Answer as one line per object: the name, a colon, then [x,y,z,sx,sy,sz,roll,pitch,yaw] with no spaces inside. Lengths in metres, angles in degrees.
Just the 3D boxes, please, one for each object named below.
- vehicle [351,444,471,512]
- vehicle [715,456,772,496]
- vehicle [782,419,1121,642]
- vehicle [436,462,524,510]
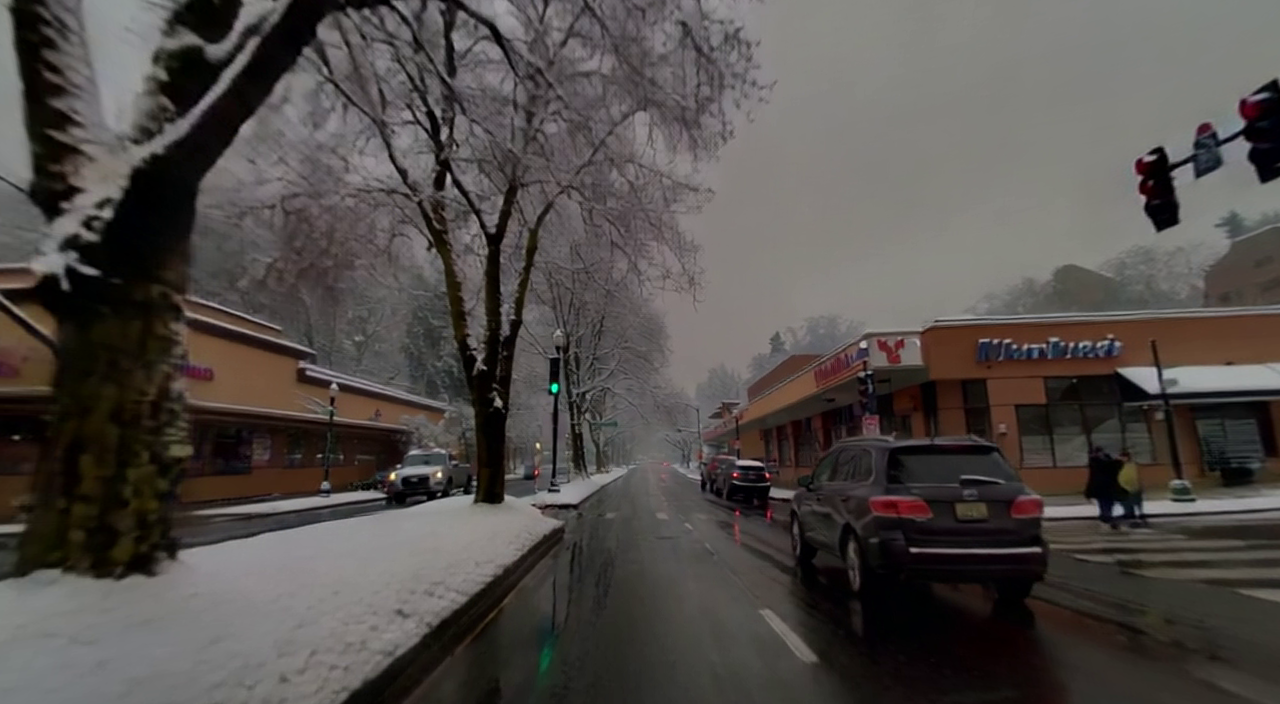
vehicle: [-8.744,4.811,24.895,2.489,2.323,5.843,0,-9,1]
vehicle: [5.206,6.272,32.358,2.010,1.844,4.386,0,-9,-2]
vehicle: [2.676,1.556,6.235,1.822,1.654,2.794,0,-9,-1]
vehicle: [-5.722,4.853,23.237,1.983,1.438,4.559,0,-9,1]
